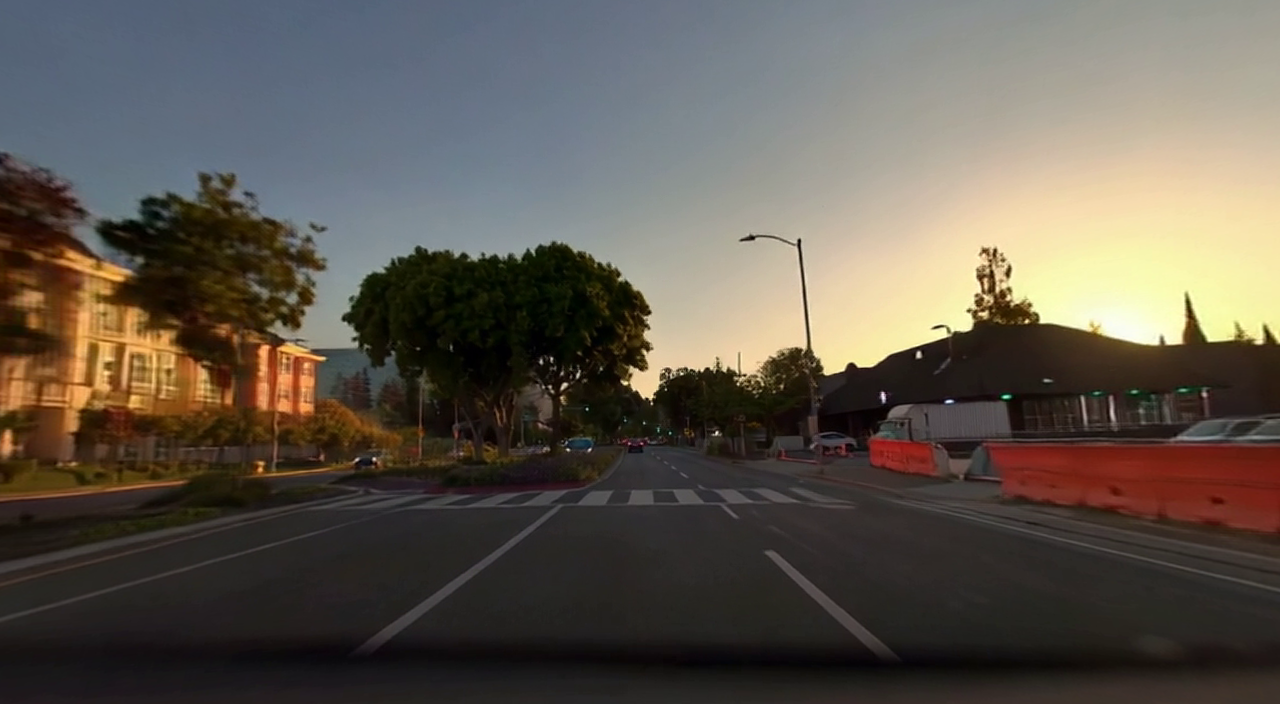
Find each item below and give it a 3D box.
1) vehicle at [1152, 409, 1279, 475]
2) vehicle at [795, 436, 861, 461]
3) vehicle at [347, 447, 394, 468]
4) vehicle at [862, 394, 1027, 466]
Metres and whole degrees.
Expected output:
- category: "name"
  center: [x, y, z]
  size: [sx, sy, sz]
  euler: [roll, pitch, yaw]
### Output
- category: "vehicle"
  center: [16.679, 2.374, 16.693]
  size: [4.450, 1.643, 1.996]
  euler: [0, -8, -1]
- category: "vehicle"
  center: [12.375, 6.363, 41.849]
  size: [1.948, 1.466, 4.520]
  euler: [-1, -7, -16]
- category: "vehicle"
  center: [-21.036, 8.239, 49.370]
  size: [1.794, 1.463, 4.332]
  euler: [0, -8, -2]
- category: "vehicle"
  center: [15.517, 4.042, 32.554]
  size: [6.641, 3.391, 3.387]
  euler: [0, -8, -4]
